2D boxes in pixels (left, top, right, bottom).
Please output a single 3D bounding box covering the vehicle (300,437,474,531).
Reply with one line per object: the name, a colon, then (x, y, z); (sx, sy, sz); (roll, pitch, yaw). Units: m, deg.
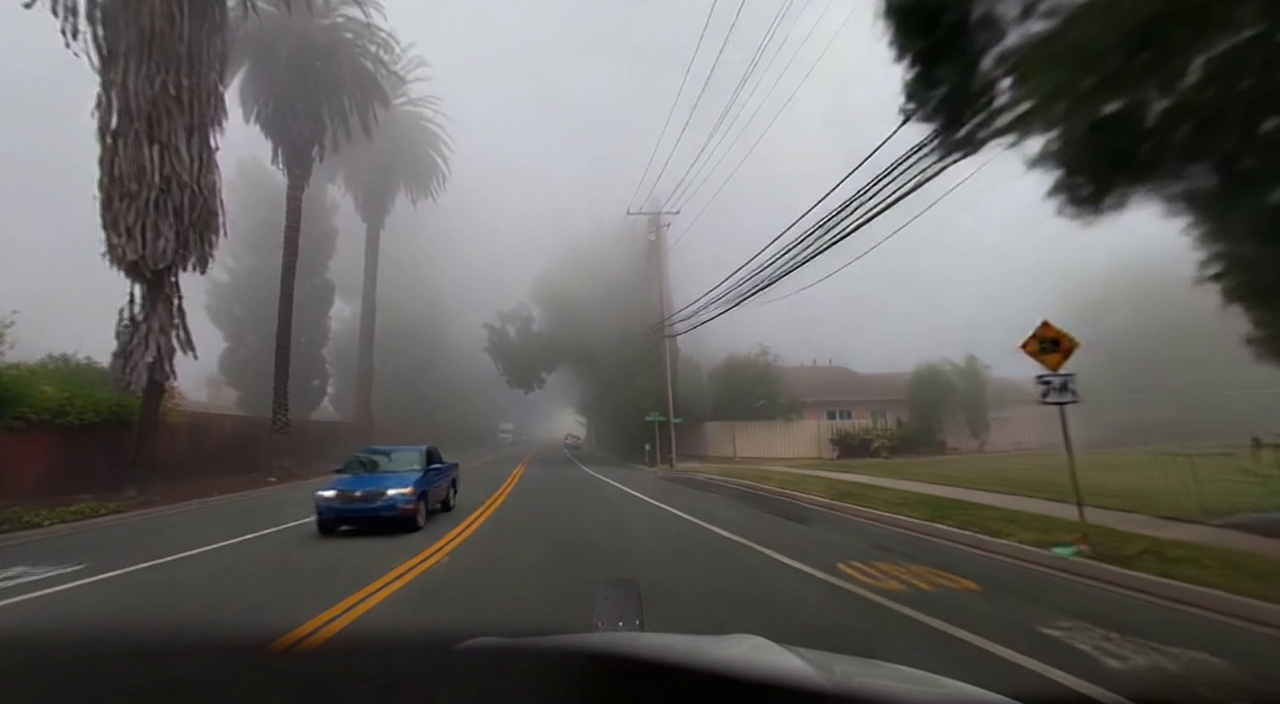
vehicle: (-4.759, 2.505, 12.713); (2.061, 1.510, 4.457); (1, -8, -6)
